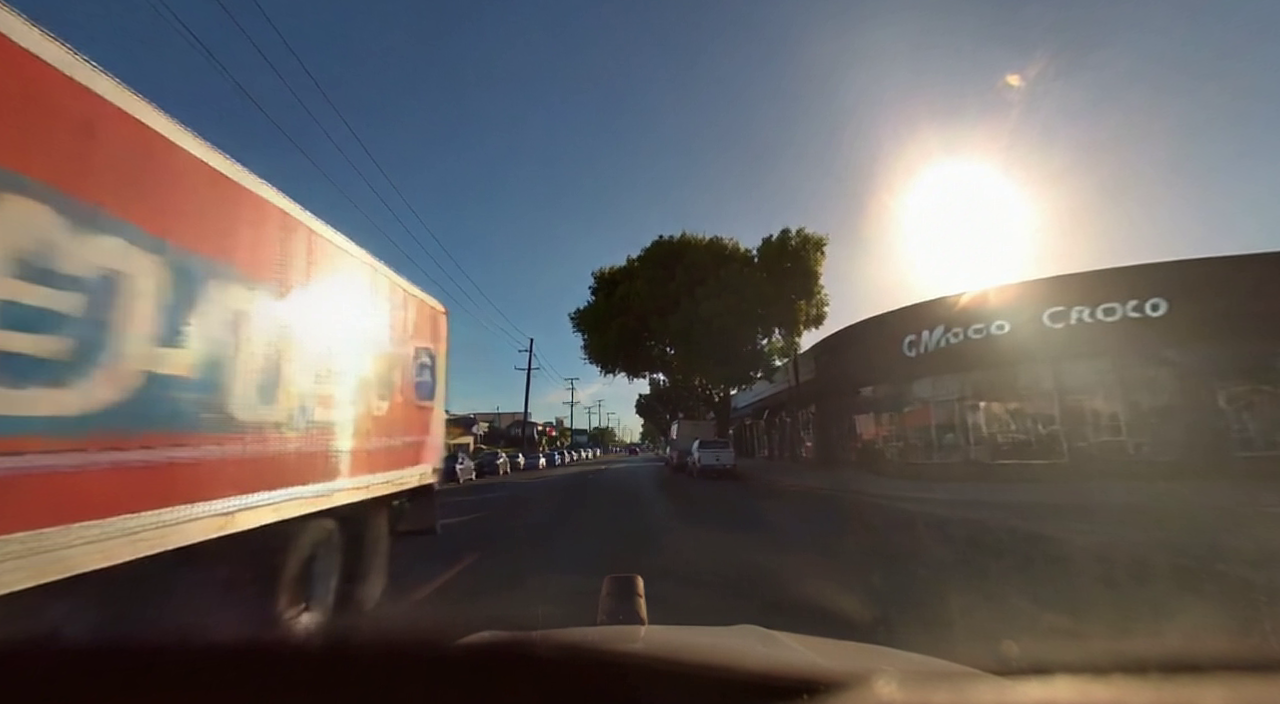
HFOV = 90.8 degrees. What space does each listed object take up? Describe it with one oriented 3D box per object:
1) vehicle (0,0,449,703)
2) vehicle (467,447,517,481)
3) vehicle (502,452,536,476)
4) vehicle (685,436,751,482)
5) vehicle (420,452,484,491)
[{"bbox_3d":[-3.773,-0.017,1.395,2.994,3.308,12.131,0,-8,0],"label":"vehicle"},{"bbox_3d":[-8.432,6.386,36.415,1.882,1.639,4.187,-3,-7,-1],"label":"vehicle"},{"bbox_3d":[-8.460,7.819,44.342,1.678,1.468,3.706,-1,-8,0],"label":"vehicle"},{"bbox_3d":[3.239,4.548,27.240,2.097,1.784,4.915,0,-8,-1],"label":"vehicle"},{"bbox_3d":[-8.423,5.349,28.679,1.704,1.464,4.089,-2,-7,0],"label":"vehicle"}]
